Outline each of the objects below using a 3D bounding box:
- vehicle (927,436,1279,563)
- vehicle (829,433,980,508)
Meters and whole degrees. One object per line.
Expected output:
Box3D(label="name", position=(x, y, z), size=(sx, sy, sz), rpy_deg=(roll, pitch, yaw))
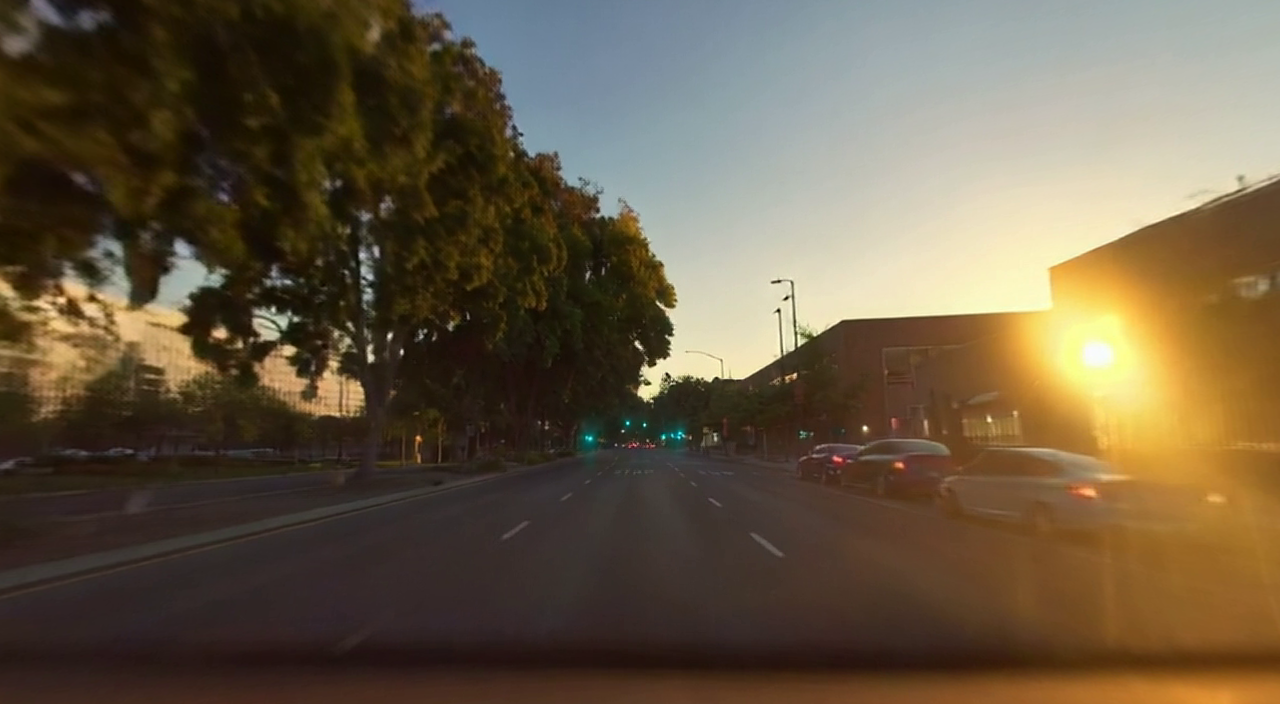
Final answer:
Box3D(label="vehicle", position=(6.554, 2.090, 9.873), size=(1.847, 1.472, 4.846), rpy_deg=(0, -8, 0))
Box3D(label="vehicle", position=(6.687, 3.027, 16.666), size=(1.980, 1.675, 4.854), rpy_deg=(0, -8, 1))
